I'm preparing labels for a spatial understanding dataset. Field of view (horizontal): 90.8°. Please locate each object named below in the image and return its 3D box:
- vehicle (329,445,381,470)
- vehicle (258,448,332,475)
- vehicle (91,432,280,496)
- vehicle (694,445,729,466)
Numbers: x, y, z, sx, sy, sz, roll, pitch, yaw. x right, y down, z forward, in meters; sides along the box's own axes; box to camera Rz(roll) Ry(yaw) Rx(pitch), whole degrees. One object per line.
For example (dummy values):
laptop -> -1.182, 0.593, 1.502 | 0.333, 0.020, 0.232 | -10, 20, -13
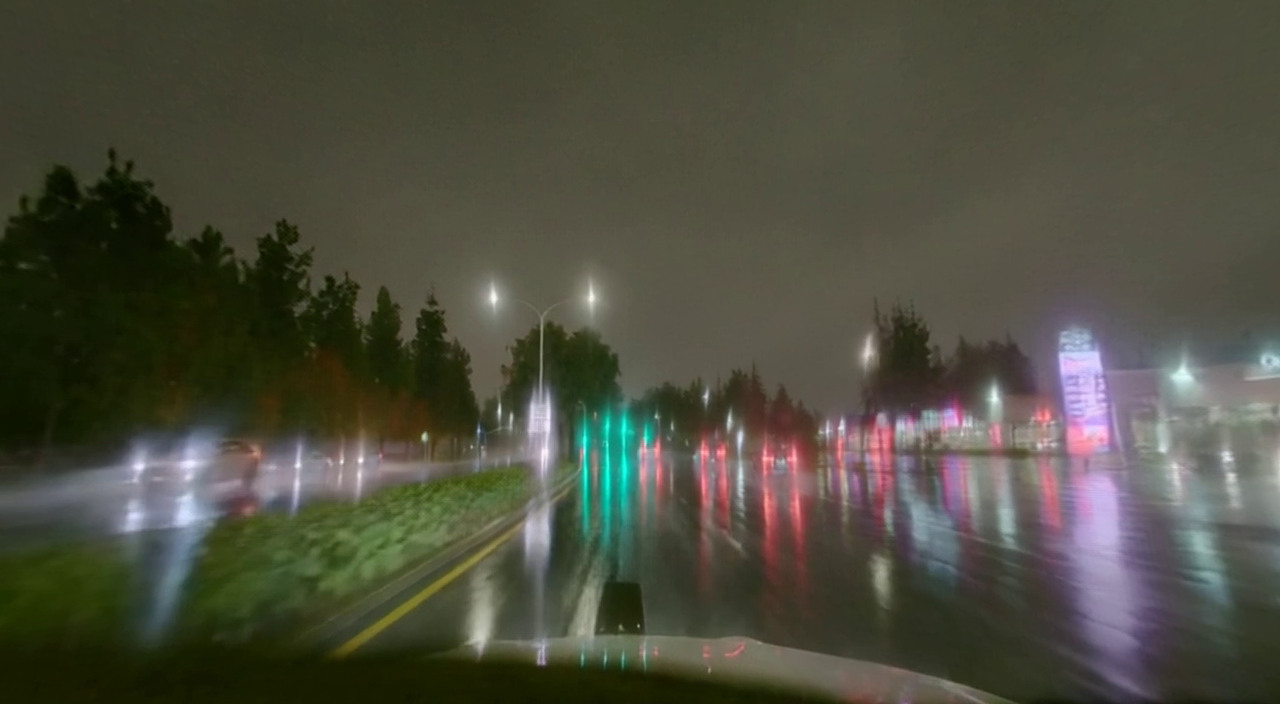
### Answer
vehicle -> -21.089, 7.794, 46.956 | 1.957, 1.643, 4.460 | 0, -7, -3
vehicle -> -20.569, 6.542, 37.936 | 1.915, 1.477, 4.773 | 0, -8, -2
vehicle -> -14.295, 3.545, 20.420 | 2.058, 1.770, 5.291 | -1, -8, 1
vehicle -> 5.293, 7.701, 47.285 | 1.876, 1.474, 4.126 | 0, -8, -5
